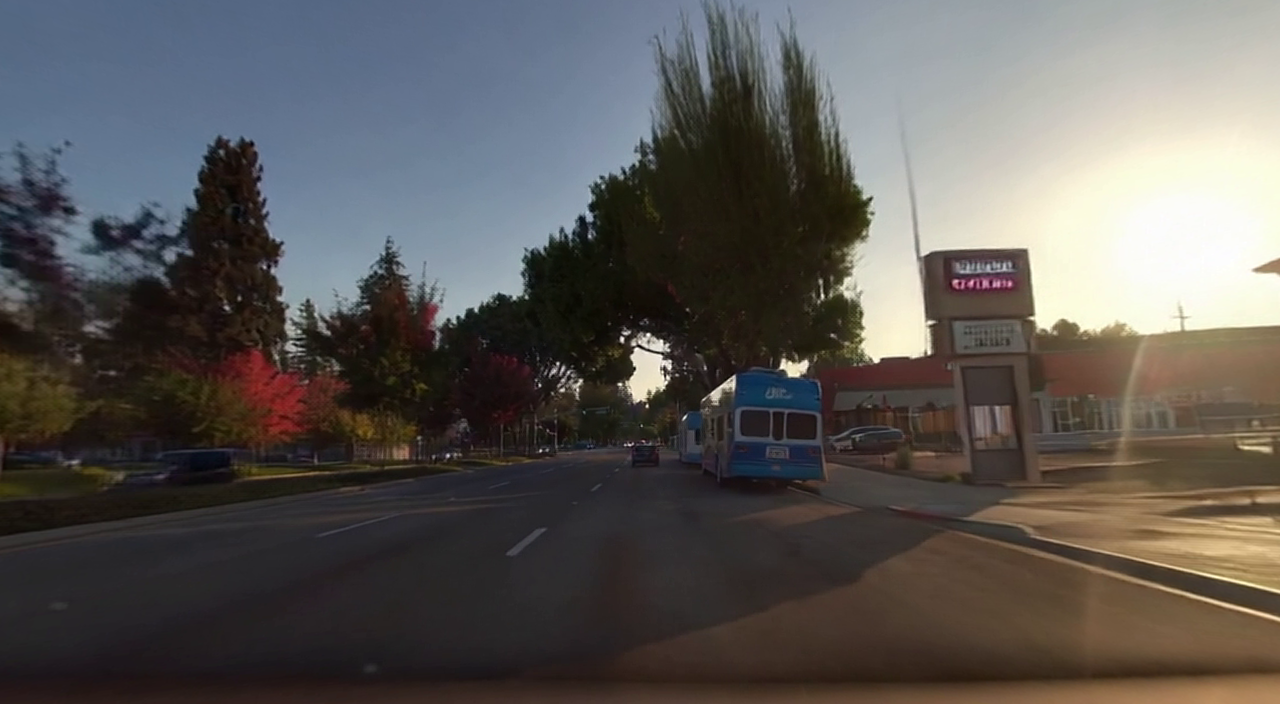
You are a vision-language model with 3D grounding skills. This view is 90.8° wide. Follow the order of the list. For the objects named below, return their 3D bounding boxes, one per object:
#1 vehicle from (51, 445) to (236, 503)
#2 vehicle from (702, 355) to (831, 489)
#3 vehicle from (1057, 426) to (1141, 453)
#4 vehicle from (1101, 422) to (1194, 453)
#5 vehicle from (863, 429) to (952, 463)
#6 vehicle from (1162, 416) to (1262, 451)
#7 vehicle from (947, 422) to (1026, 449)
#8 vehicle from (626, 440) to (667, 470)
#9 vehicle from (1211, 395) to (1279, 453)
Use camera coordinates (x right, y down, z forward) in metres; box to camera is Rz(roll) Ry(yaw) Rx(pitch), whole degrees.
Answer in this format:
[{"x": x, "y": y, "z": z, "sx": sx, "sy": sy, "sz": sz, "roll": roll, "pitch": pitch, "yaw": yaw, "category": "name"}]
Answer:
[{"x": -14.530, "y": 3.557, "z": 18.903, "sx": 1.836, "sy": 1.498, "sz": 4.518, "roll": 0, "pitch": -9, "yaw": 0, "category": "vehicle"}, {"x": 4.086, "y": 2.650, "z": 22.711, "sx": 2.896, "sy": 3.921, "sz": 8.415, "roll": 0, "pitch": -9, "yaw": 0, "category": "vehicle"}, {"x": 25.946, "y": 4.951, "z": 35.682, "sx": 4.328, "sy": 1.475, "sz": 1.918, "roll": 4, "pitch": -10, "yaw": -27, "category": "vehicle"}, {"x": 26.189, "y": 4.431, "z": 32.602, "sx": 4.196, "sy": 1.520, "sz": 1.953, "roll": 4, "pitch": -9, "yaw": -25, "category": "vehicle"}, {"x": 13.984, "y": 4.929, "z": 33.076, "sx": 4.037, "sy": 1.538, "sz": 1.912, "roll": -7, "pitch": -10, "yaw": 26, "category": "vehicle"}, {"x": 26.994, "y": 3.900, "z": 29.812, "sx": 4.363, "sy": 1.534, "sz": 1.914, "roll": 4, "pitch": -10, "yaw": -27, "category": "vehicle"}, {"x": 26.805, "y": 6.501, "z": 48.843, "sx": 5.775, "sy": 1.921, "sz": 2.339, "roll": 4, "pitch": -10, "yaw": -26, "category": "vehicle"}, {"x": 0.298, "y": 5.642, "z": 34.787, "sx": 2.103, "sy": 1.506, "sz": 4.742, "roll": 0, "pitch": -9, "yaw": 0, "category": "vehicle"}, {"x": 25.961, "y": 3.020, "z": 25.883, "sx": 5.146, "sy": 2.180, "sz": 2.306, "roll": 5, "pitch": -10, "yaw": -33, "category": "vehicle"}]
